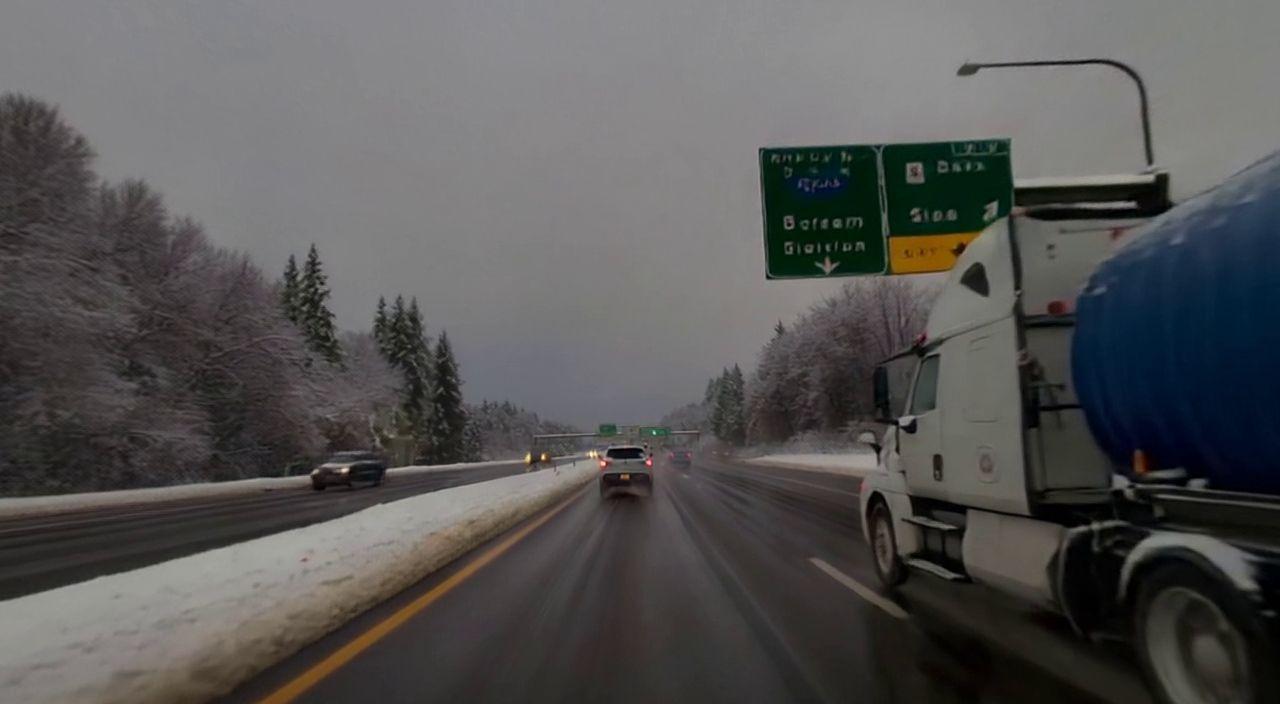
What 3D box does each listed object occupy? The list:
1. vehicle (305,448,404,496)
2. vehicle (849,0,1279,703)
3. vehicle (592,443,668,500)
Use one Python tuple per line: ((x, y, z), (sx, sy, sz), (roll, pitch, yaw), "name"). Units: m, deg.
((-11.933, 4.994, 26.757), (2.063, 1.828, 4.416), (0, -9, 1), "vehicle")
((3.872, -0.039, 3.850), (3.001, 3.728, 5.947), (0, -9, -1), "vehicle")
((-0.271, 3.477, 18.671), (2.003, 1.490, 3.636), (0, -9, 0), "vehicle")
